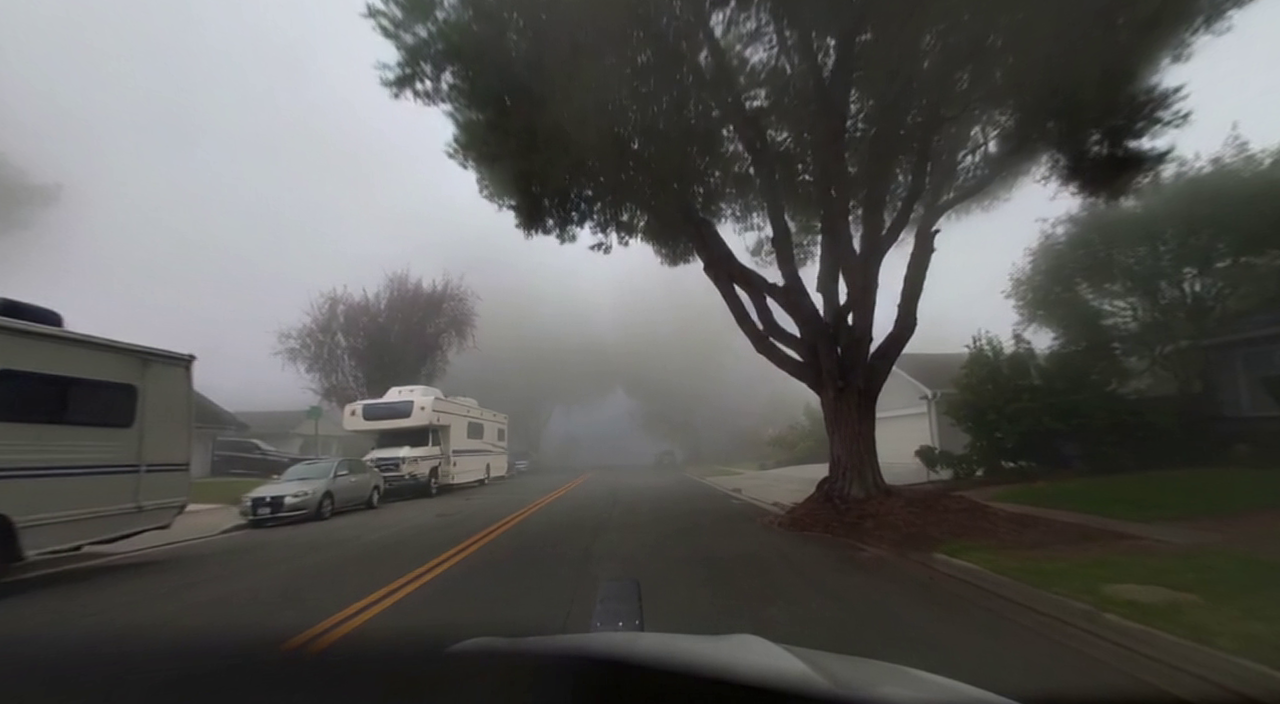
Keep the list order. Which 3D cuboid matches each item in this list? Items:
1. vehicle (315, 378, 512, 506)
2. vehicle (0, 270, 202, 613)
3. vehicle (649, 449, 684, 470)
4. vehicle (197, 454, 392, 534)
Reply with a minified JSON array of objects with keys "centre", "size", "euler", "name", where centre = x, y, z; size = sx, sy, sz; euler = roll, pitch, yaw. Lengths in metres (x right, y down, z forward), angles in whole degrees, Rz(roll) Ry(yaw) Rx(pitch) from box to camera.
[{"centre":[-7.432,3.477,23.394],"size":[3.103,3.479,11.801],"euler":[-1,-10,-1],"name":"vehicle"},{"centre":[-7.334,0.533,3.861],"size":[2.889,3.119,8.837],"euler":[0,-8,0],"name":"vehicle"},{"centre":[1.932,7.978,47.076],"size":[2.167,1.479,4.597],"euler":[1,-8,-3],"name":"vehicle"},{"centre":[-7.462,3.068,14.319],"size":[1.932,1.438,4.552],"euler":[0,-8,-1],"name":"vehicle"}]
